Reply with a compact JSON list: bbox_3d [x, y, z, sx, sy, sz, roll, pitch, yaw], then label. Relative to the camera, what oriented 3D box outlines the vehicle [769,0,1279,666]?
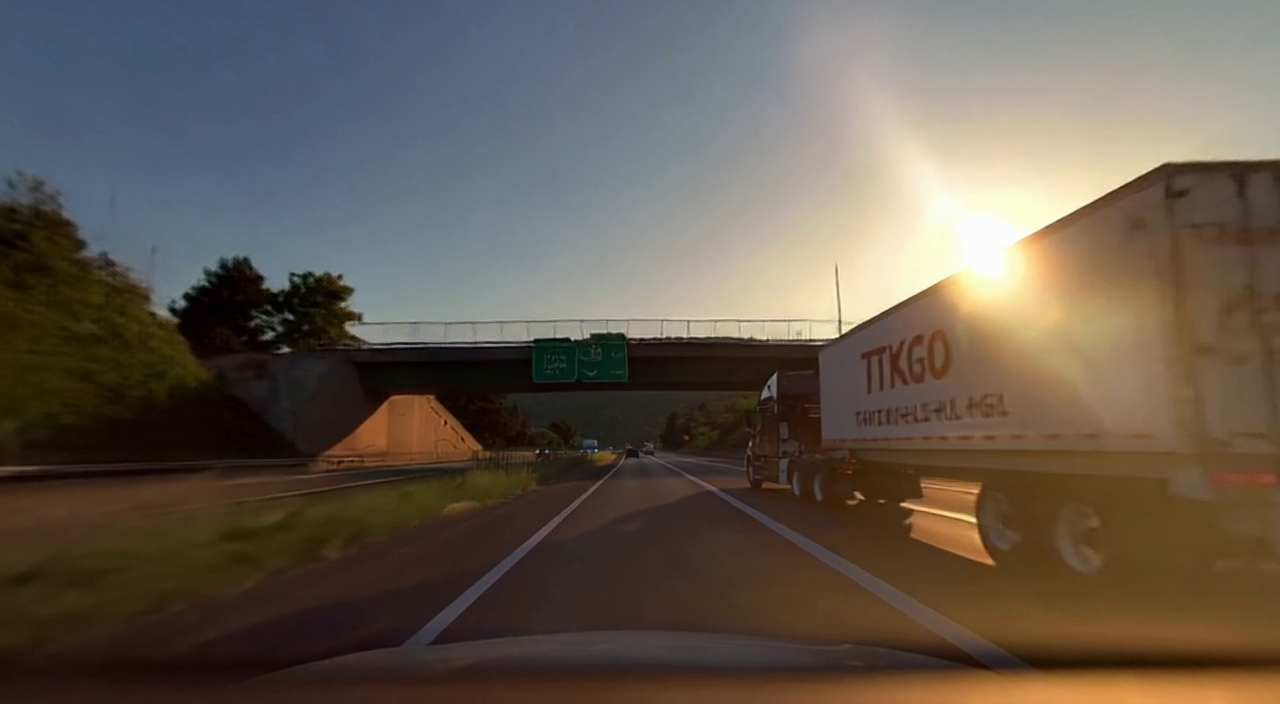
[{"bbox_3d":[5.130,0.756,9.894,2.983,4.030,14.444,0,-9,-1],"label":"vehicle"}]
